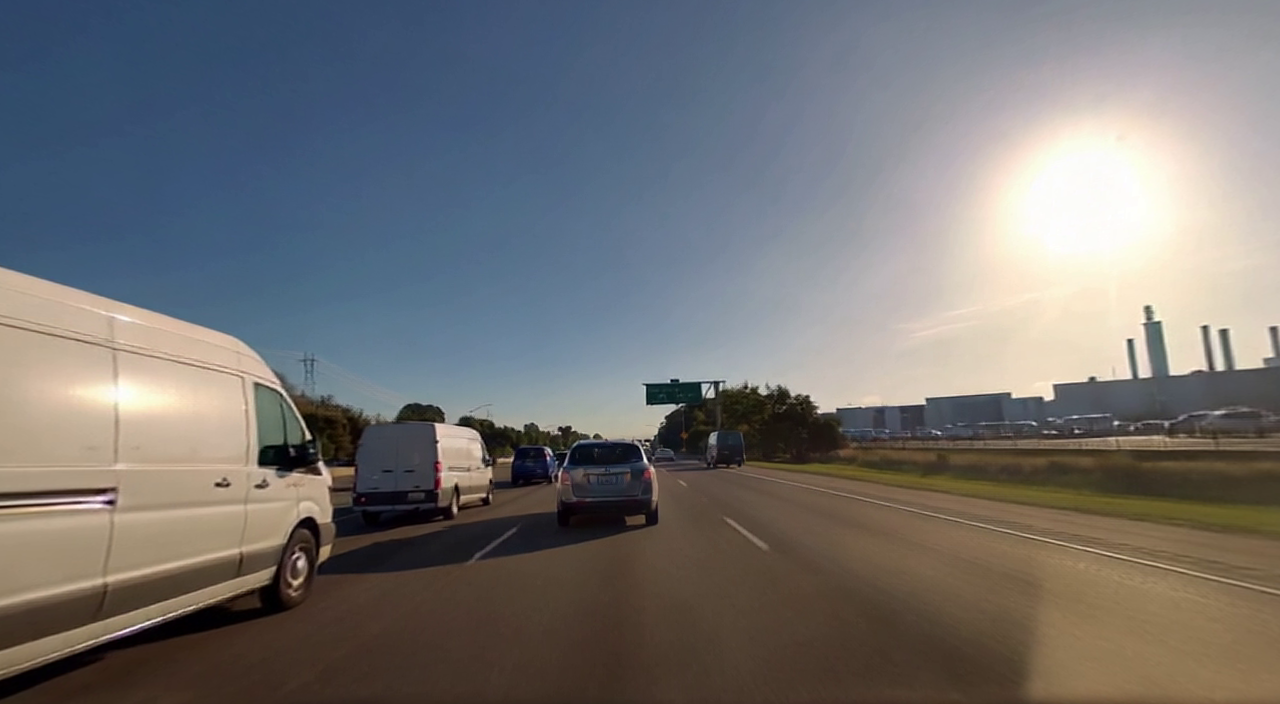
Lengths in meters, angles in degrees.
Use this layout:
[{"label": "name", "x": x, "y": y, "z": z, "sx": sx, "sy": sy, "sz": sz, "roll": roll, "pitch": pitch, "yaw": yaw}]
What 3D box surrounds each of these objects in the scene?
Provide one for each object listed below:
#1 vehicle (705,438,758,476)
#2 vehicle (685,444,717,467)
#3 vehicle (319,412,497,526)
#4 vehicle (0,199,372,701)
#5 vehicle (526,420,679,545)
[{"label": "vehicle", "x": 4.501, "y": 5.230, "z": 31.646, "sx": 2.003, "sy": 1.754, "sz": 4.134, "roll": 0, "pitch": -9, "yaw": -1}, {"label": "vehicle", "x": 4.303, "y": 7.401, "z": 45.180, "sx": 1.874, "sy": 1.512, "sz": 3.723, "roll": 0, "pitch": -9, "yaw": -1}, {"label": "vehicle", "x": -4.598, "y": 2.401, "z": 13.397, "sx": 2.043, "sy": 1.987, "sz": 4.486, "roll": 0, "pitch": -9, "yaw": 0}, {"label": "vehicle", "x": -4.505, "y": 0.677, "z": 4.341, "sx": 2.248, "sy": 2.626, "sz": 6.837, "roll": 0, "pitch": -9, "yaw": 0}, {"label": "vehicle", "x": -0.520, "y": 2.097, "z": 10.645, "sx": 2.093, "sy": 1.695, "sz": 3.782, "roll": 0, "pitch": -9, "yaw": 0}]
